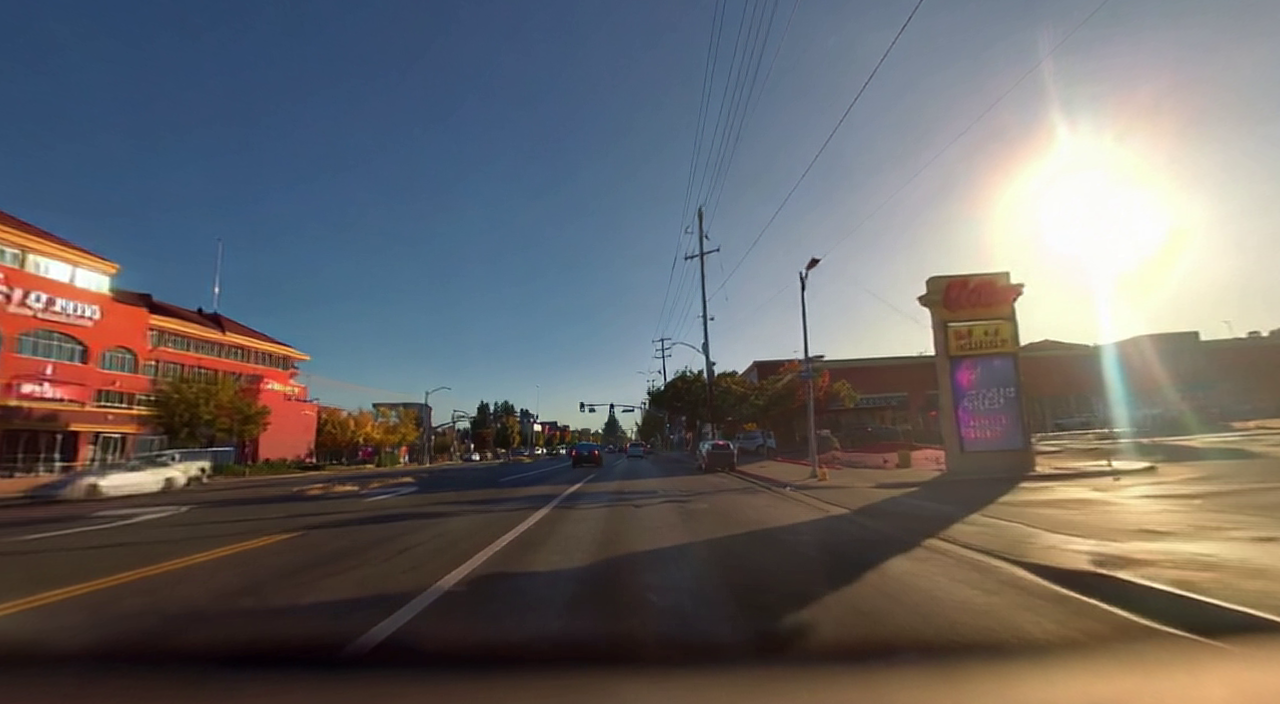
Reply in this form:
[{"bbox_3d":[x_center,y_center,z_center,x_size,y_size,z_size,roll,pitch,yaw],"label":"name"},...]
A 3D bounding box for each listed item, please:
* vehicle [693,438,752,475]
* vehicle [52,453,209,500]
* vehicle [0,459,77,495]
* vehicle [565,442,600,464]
[{"bbox_3d":[3.629,4.687,28.639,1.922,1.507,4.824,0,-9,-1],"label":"vehicle"},{"bbox_3d":[-18.296,4.446,23.023,1.990,1.500,4.467,0,-9,0],"label":"vehicle"},{"bbox_3d":[-30.079,5.914,30.056,4.720,1.556,2.070,-1,-9,5],"label":"vehicle"},{"bbox_3d":[-4.173,7.445,46.741,2.179,1.490,4.742,0,-9,0],"label":"vehicle"}]
